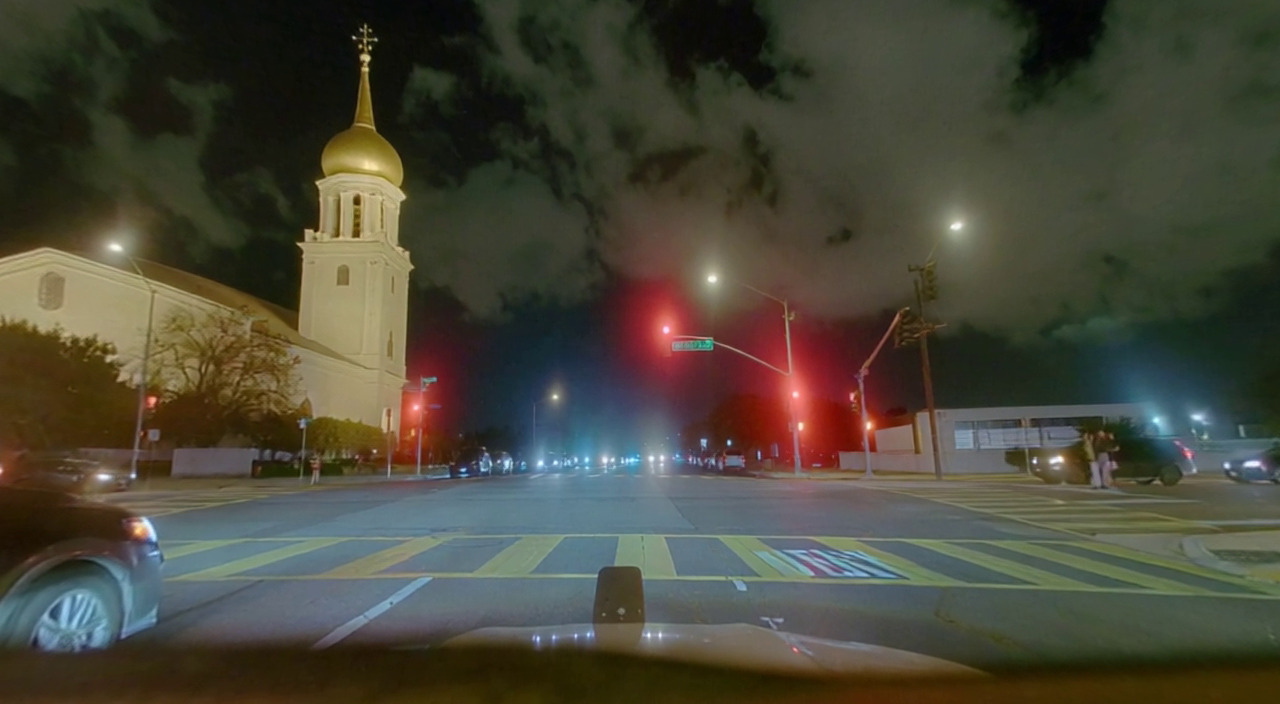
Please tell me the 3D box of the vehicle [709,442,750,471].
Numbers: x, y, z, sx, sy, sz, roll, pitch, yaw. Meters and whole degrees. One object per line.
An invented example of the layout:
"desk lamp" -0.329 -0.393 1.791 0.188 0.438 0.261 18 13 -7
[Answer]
"vehicle" 5.825 6.810 41.504 1.969 1.776 4.329 0 -8 -1

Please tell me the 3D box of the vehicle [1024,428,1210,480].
"vehicle" 19.875 4.271 26.578 5.852 2.057 2.361 0 -8 0

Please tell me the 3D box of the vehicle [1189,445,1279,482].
"vehicle" 26.382 4.674 26.683 4.561 1.475 1.850 0 -8 0

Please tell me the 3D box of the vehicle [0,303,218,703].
"vehicle" -3.880 0.574 1.101 2.251 2.009 5.688 0 -8 1

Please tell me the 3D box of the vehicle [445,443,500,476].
"vehicle" -10.236 6.594 38.971 2.076 1.876 4.669 0 -8 1
